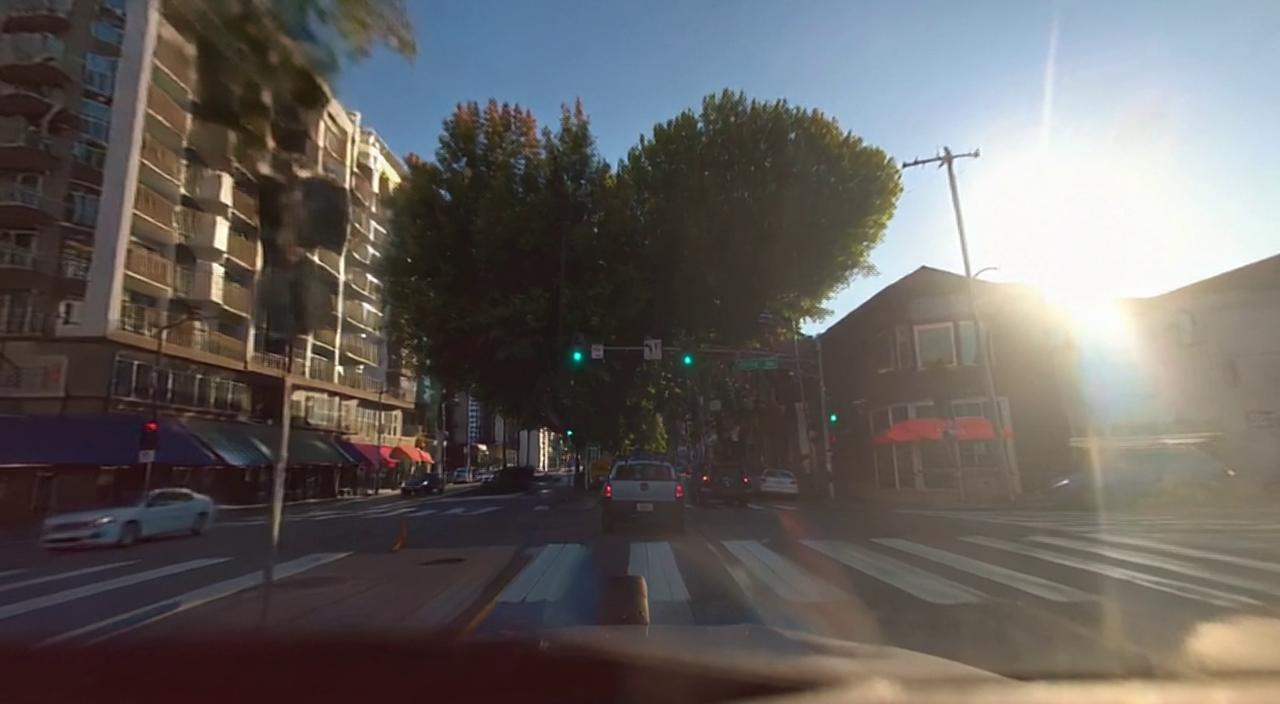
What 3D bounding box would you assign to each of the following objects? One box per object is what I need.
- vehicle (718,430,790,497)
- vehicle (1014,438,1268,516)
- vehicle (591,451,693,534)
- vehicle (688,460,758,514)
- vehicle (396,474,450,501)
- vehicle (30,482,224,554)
[{"bbox_3d":[6.291,6.284,35.999,2.803,3.401,6.688,0,-9,0],"label":"vehicle"},{"bbox_3d":[13.966,3.500,17.961,5.156,2.005,2.122,-1,-9,7],"label":"vehicle"},{"bbox_3d":[0.032,3.388,15.839,2.209,1.748,4.130,0,-9,0],"label":"vehicle"},{"bbox_3d":[3.037,5.028,23.910,1.939,1.746,4.091,0,-9,-2],"label":"vehicle"},{"bbox_3d":[-14.379,8.982,42.056,2.043,1.526,4.617,0,-9,-1],"label":"vehicle"},{"bbox_3d":[-14.203,4.580,17.868,1.856,1.521,4.309,0,-9,0],"label":"vehicle"}]
